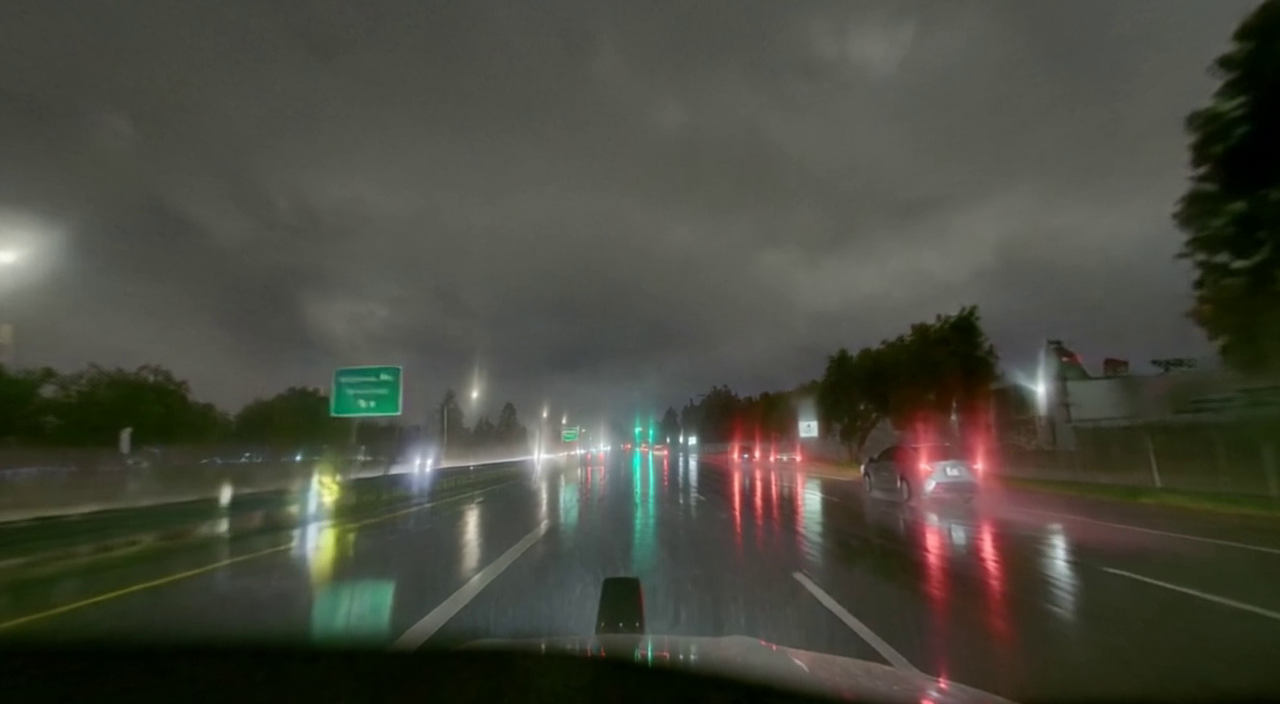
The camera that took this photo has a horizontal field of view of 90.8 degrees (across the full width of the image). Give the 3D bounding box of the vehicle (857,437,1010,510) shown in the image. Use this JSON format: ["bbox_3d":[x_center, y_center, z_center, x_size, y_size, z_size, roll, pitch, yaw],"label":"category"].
[{"bbox_3d":[6.850,2.852,15.246,1.838,1.518,3.713,0,-8,-1],"label":"vehicle"}]

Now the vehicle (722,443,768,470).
[{"bbox_3d":[6.597,6.579,40.149,1.987,1.597,4.463,0,-8,-2],"label":"vehicle"}]
